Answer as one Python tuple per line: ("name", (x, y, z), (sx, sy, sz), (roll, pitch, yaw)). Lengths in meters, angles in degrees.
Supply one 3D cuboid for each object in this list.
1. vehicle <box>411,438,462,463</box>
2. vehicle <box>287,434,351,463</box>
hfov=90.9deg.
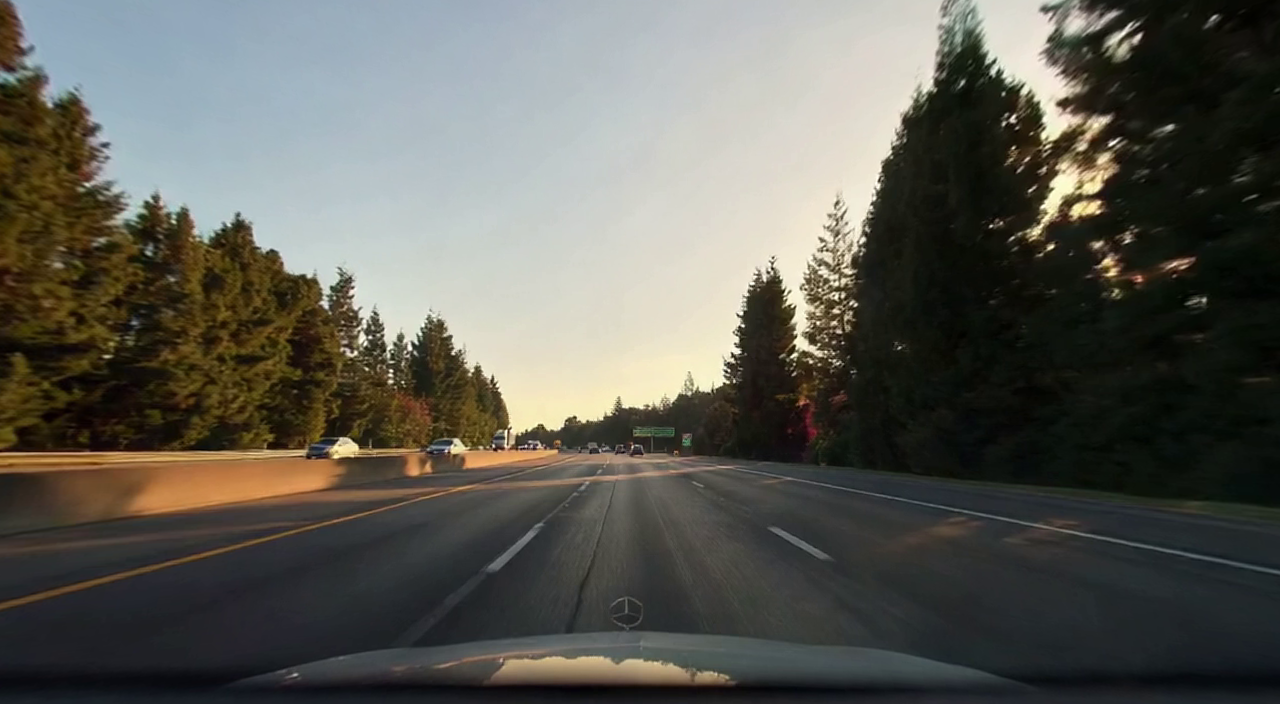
("vehicle", (-13.096, 6.395, 40.822), (1.949, 1.501, 4.455), (0, -9, -1))
("vehicle", (-20.743, 6.271, 40.962), (2.009, 1.725, 4.195), (0, -9, -2))
